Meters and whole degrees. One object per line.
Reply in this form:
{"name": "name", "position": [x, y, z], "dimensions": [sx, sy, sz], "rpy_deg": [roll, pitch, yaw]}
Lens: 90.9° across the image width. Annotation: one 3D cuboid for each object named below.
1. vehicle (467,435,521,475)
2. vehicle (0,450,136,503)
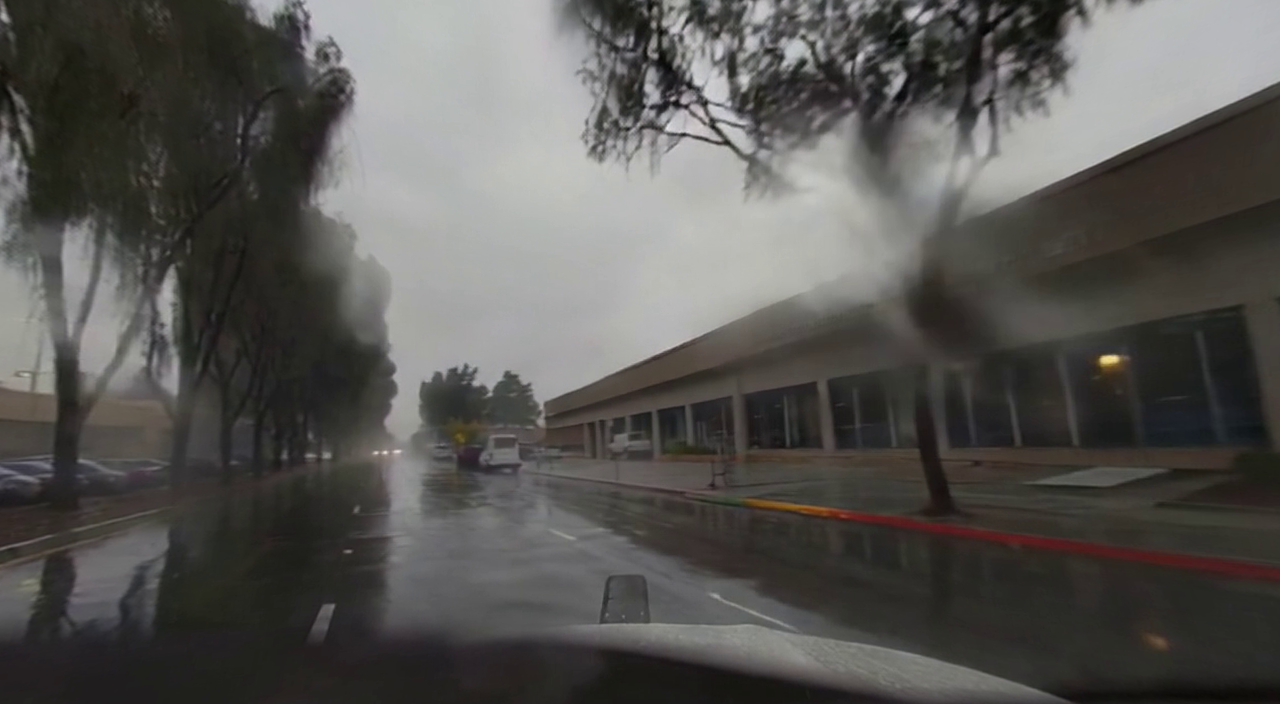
{"name": "vehicle", "position": [-10.115, 7.036, 43.291], "dimensions": [2.596, 2.509, 6.178], "rpy_deg": [3, -9, -22]}
{"name": "vehicle", "position": [-22.641, 4.734, 24.087], "dimensions": [4.769, 1.740, 2.251], "rpy_deg": [1, -9, -23]}
